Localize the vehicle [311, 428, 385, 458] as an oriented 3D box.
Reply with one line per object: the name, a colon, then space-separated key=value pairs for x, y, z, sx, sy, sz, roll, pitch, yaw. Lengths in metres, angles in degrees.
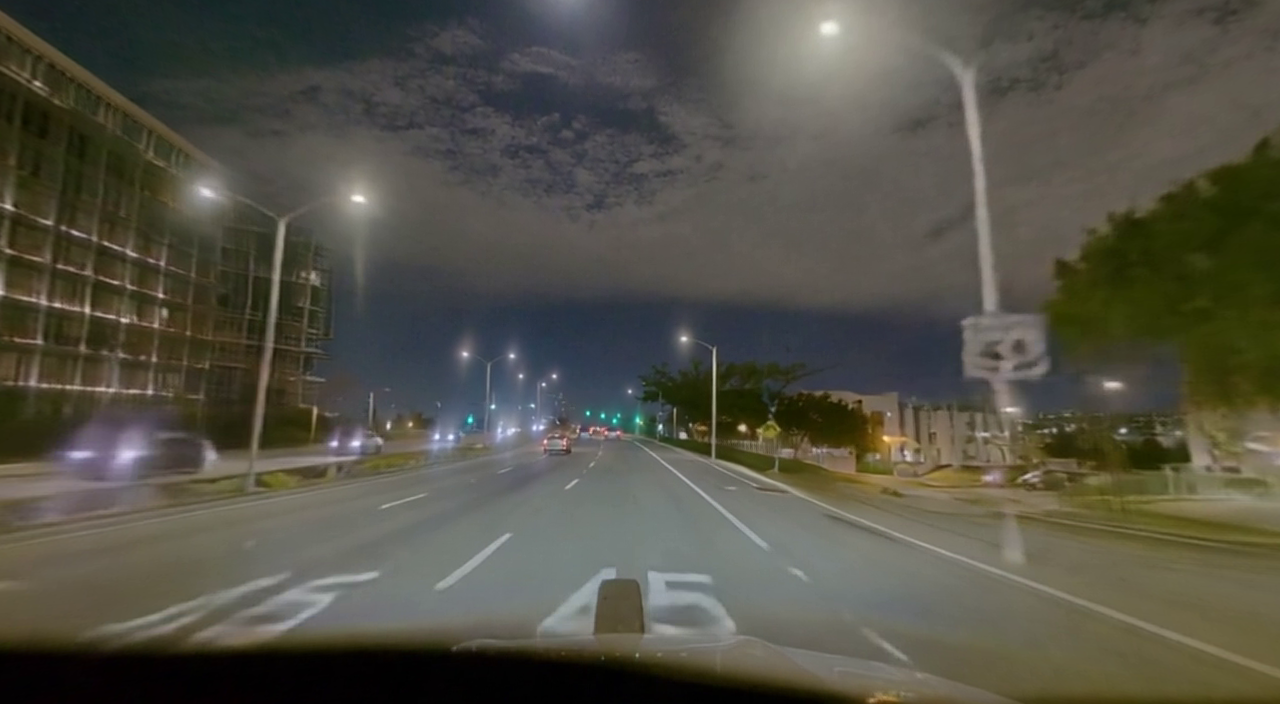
vehicle: x=-18.346 y=5.772 z=39.998 sx=2.286 sy=1.743 sz=4.869 roll=0 pitch=-8 yaw=1

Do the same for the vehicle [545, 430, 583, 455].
vehicle: x=-4.894 y=5.876 z=41.029 sx=2.025 sy=1.474 sz=4.292 roll=0 pitch=-8 yaw=-2

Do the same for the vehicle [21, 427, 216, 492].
vehicle: x=-15.639 y=3.234 z=19.369 sx=1.972 sy=1.715 sz=4.521 roll=0 pitch=-8 yaw=2

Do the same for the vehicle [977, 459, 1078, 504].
vehicle: x=23.406 y=7.862 z=38.317 sx=4.619 sy=1.807 sz=2.224 roll=7 pitch=-20 yaw=2
